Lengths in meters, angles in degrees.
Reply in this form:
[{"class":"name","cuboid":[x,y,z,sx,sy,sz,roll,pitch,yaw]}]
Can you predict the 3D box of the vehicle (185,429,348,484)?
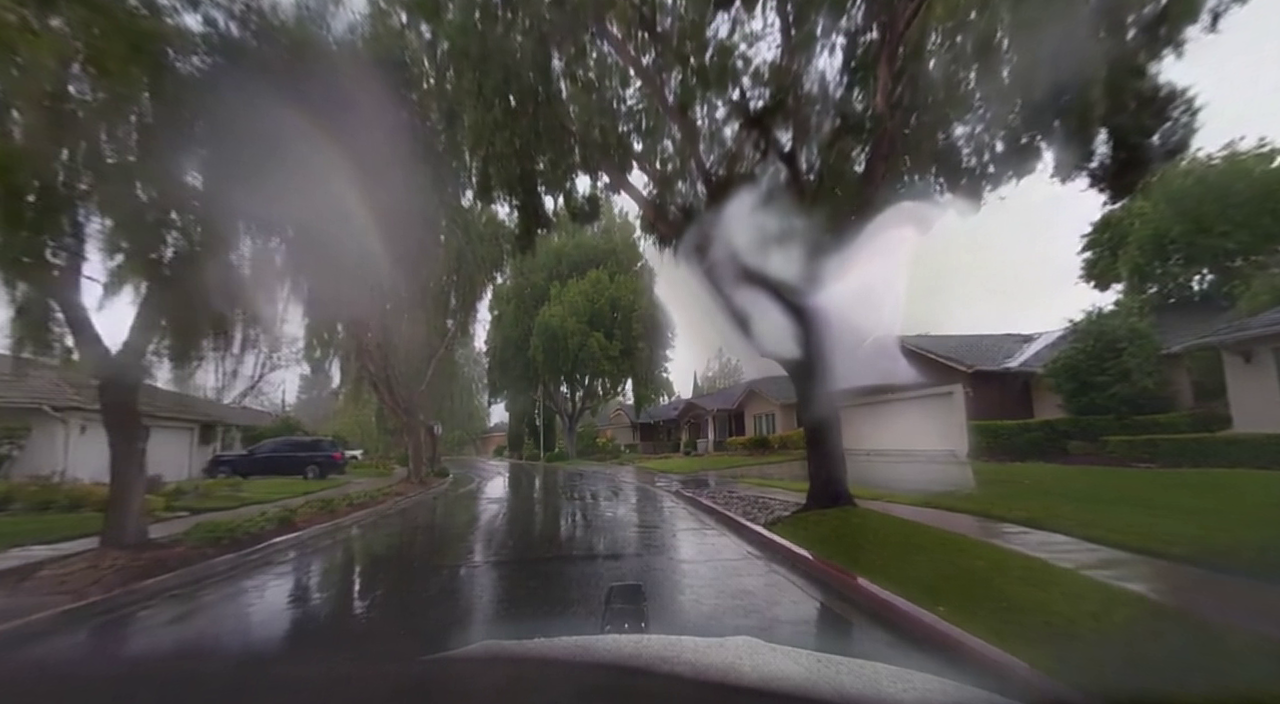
[{"class":"vehicle","cuboid":[-13.625,3.808,23.412,4.961,1.757,1.971,2,-9,-24]}]
